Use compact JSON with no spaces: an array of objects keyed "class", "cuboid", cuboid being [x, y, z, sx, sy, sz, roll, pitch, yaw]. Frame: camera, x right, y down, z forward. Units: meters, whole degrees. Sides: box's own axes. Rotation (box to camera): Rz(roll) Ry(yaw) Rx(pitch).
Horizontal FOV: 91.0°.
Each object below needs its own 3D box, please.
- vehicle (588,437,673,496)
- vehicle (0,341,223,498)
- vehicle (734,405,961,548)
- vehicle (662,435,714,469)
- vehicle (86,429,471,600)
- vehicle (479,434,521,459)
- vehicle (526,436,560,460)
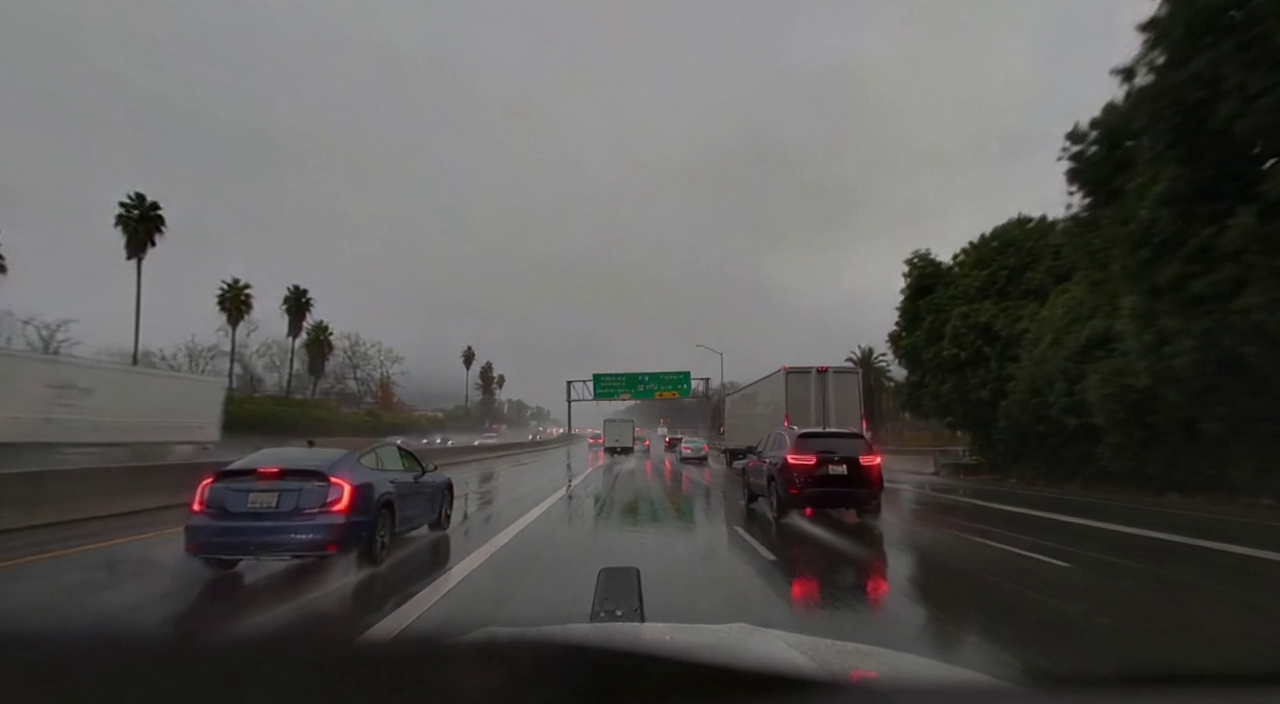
[{"class":"vehicle","cuboid":[-0.280,3.199,17.989,2.136,1.470,3.971,0,-8,-1]},{"class":"vehicle","cuboid":[-17.778,2.137,18.792,3.177,3.891,11.315,0,-8,-2]},{"class":"vehicle","cuboid":[3.091,1.979,10.641,2.173,1.870,4.499,0,-8,-1]},{"class":"vehicle","cuboid":[2.727,5.851,37.152,2.476,1.843,5.652,0,-8,-2]},{"class":"vehicle","cuboid":[-3.645,1.696,7.571,1.998,1.423,4.436,0,-8,0]},{"class":"vehicle","cuboid":[-10.241,6.970,46.452,2.131,1.792,4.757,0,-8,-1]},{"class":"vehicle","cuboid":[-7.204,7.174,47.049,2.018,1.675,4.281,0,-8,-2]}]
